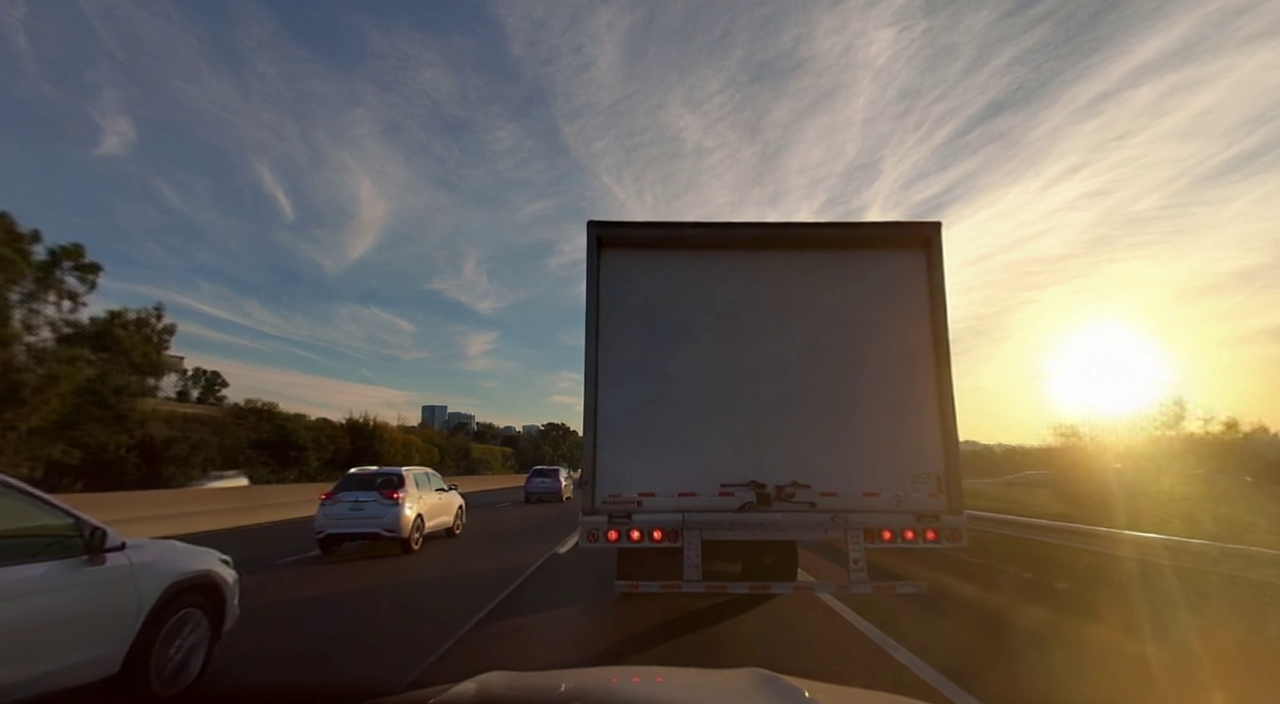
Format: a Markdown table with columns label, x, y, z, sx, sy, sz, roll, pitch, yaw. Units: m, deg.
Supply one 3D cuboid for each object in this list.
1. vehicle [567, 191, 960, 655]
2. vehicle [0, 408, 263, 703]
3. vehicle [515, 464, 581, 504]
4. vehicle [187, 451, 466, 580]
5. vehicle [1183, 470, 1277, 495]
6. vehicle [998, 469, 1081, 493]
| label | x | y | z | sx | sy | sz | roll | pitch | yaw |
| --- | --- | --- | --- | --- | --- | --- | --- | --- | --- |
| vehicle | 0.847 | 1.232 | 9.126 | 2.831 | 3.529 | 8.689 | 1 | -11 | -1 |
| vehicle | -3.465 | 0.826 | 1.635 | 1.983 | 1.509 | 4.679 | 0 | -11 | 1 |
| vehicle | -3.700 | 5.431 | 26.121 | 1.964 | 1.482 | 4.371 | 0 | -11 | 2 |
| vehicle | -4.300 | 2.337 | 9.656 | 1.946 | 1.469 | 4.431 | 1 | -11 | 0 |
| vehicle | 37.084 | 8.182 | 39.672 | 3.974 | 1.485 | 1.709 | 0 | -11 | 6 |
| vehicle | 26.336 | 8.514 | 41.722 | 4.299 | 1.465 | 1.807 | -4 | -11 | 22 |
